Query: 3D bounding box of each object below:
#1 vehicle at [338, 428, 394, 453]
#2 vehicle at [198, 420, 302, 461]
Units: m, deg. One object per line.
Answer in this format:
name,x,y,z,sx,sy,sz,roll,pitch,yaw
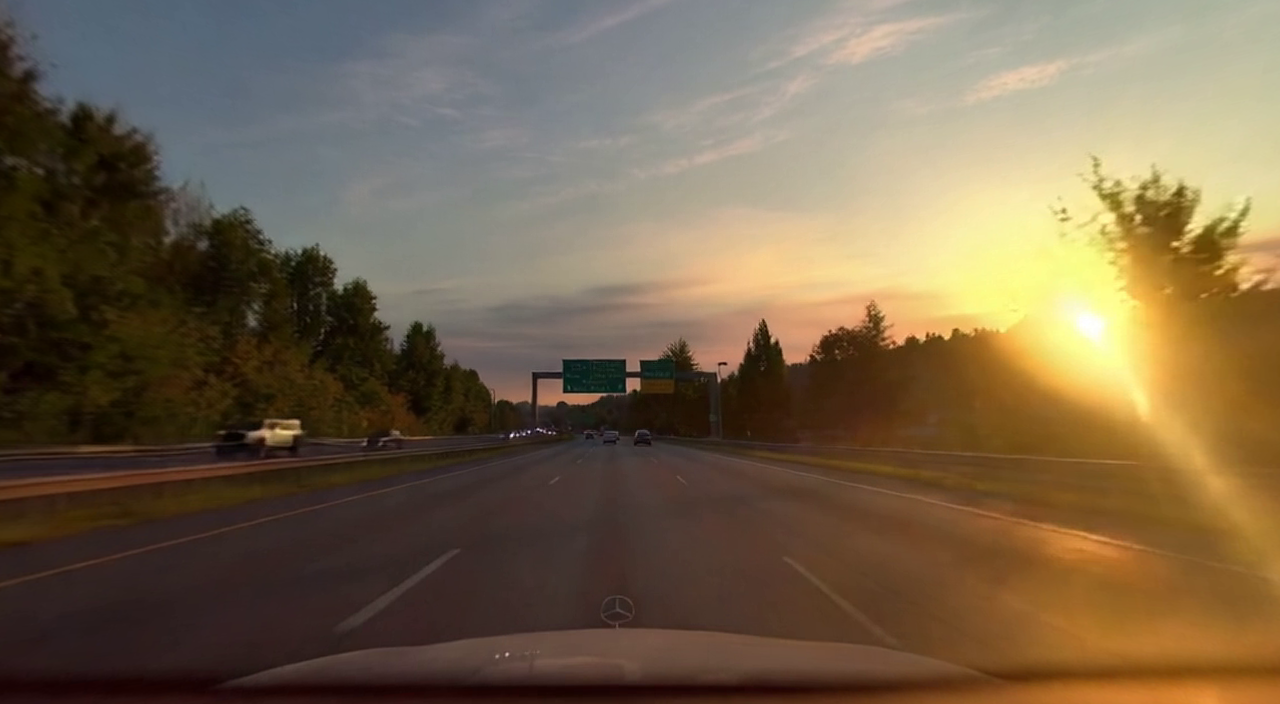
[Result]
vehicle,-18.175,5.873,42.045,1.916,1.544,4.149,0,-8,-1
vehicle,-18.174,4.142,29.629,2.078,1.777,4.511,0,-8,-2
